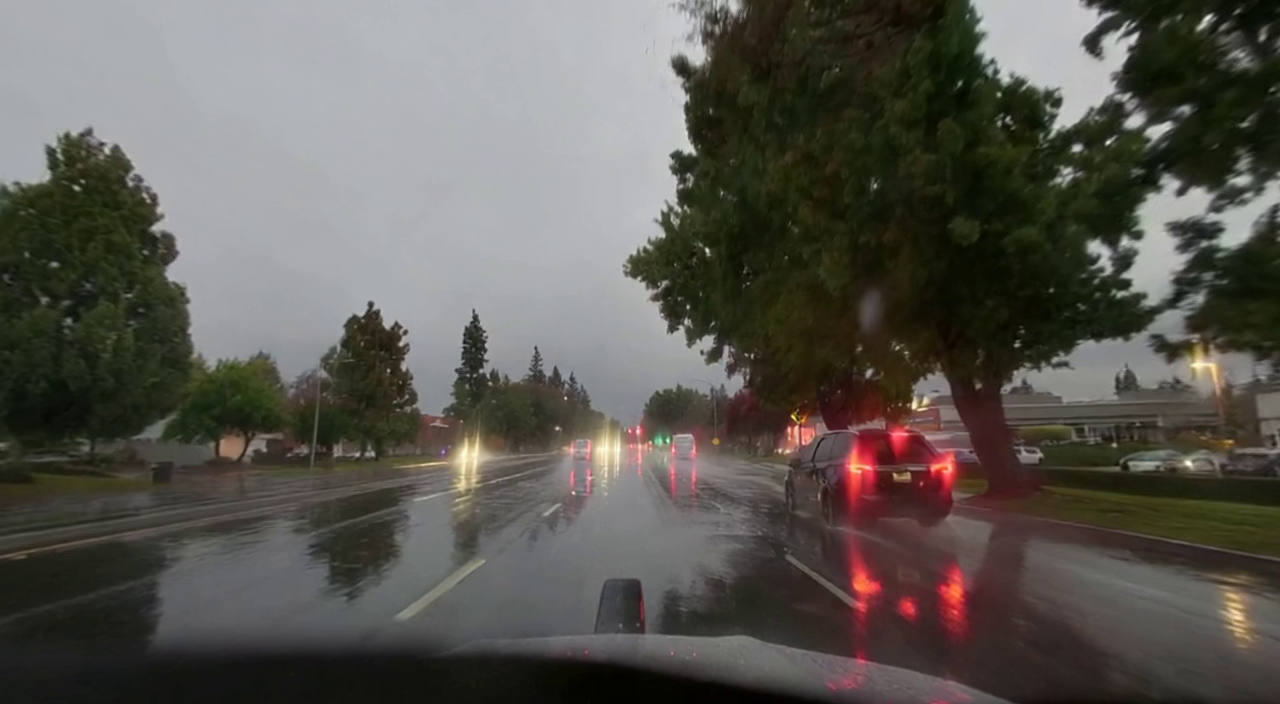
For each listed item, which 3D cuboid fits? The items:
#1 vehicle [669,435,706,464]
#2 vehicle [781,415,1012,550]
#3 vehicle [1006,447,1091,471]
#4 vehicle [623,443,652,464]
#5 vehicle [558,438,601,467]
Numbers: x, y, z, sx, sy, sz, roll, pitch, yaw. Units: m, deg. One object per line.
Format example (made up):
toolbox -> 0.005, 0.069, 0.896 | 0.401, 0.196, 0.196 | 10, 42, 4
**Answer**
vehicle -> 3.427, 7.220, 46.774 | 2.197, 2.034, 4.667 | 0, -8, -2
vehicle -> 3.997, 2.103, 10.841 | 2.060, 1.816, 4.343 | 0, -8, -1
vehicle -> 28.076, 7.347, 43.516 | 4.413, 1.580, 2.028 | 0, -8, 2
vehicle -> -0.219, 7.554, 47.090 | 2.074, 1.463, 4.016 | 0, -8, -1
vehicle -> -3.907, 6.610, 41.652 | 2.220, 1.793, 4.885 | 0, -8, 2
